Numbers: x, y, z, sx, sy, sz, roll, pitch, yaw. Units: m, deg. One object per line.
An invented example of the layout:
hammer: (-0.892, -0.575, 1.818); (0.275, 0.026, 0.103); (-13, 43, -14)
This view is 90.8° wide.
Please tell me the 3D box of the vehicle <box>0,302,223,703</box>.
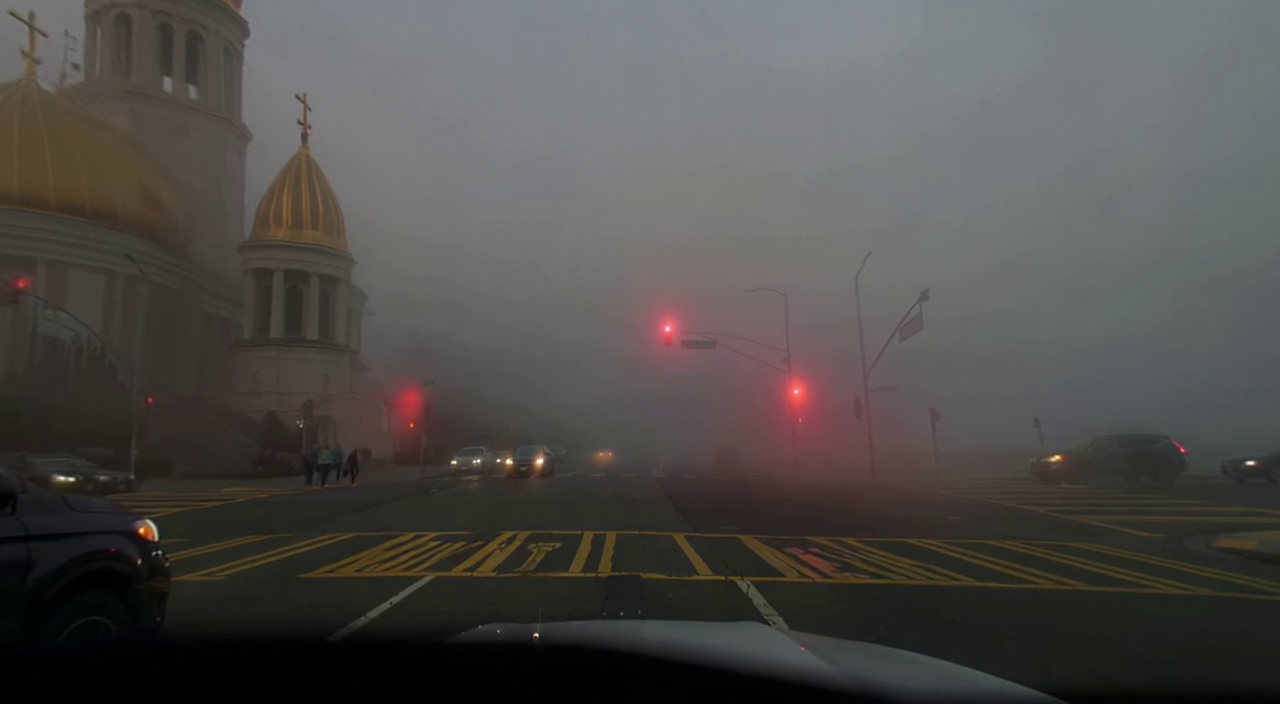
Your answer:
vehicle: (-3.882, 0.575, 1.144); (2.251, 2.009, 5.688); (0, -8, 1)

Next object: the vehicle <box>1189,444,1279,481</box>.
vehicle: (26.361, 4.653, 26.676); (4.561, 1.475, 1.850); (0, -8, 0)

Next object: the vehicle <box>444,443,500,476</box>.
vehicle: (-10.258, 6.581, 38.961); (2.076, 1.876, 4.669); (0, -8, 1)

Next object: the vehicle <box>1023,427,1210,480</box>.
vehicle: (19.860, 4.255, 26.578); (5.852, 2.057, 2.361); (0, -8, 0)

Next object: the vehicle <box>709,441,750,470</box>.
vehicle: (5.806, 6.794, 41.514); (1.969, 1.776, 4.329); (0, -8, -2)
